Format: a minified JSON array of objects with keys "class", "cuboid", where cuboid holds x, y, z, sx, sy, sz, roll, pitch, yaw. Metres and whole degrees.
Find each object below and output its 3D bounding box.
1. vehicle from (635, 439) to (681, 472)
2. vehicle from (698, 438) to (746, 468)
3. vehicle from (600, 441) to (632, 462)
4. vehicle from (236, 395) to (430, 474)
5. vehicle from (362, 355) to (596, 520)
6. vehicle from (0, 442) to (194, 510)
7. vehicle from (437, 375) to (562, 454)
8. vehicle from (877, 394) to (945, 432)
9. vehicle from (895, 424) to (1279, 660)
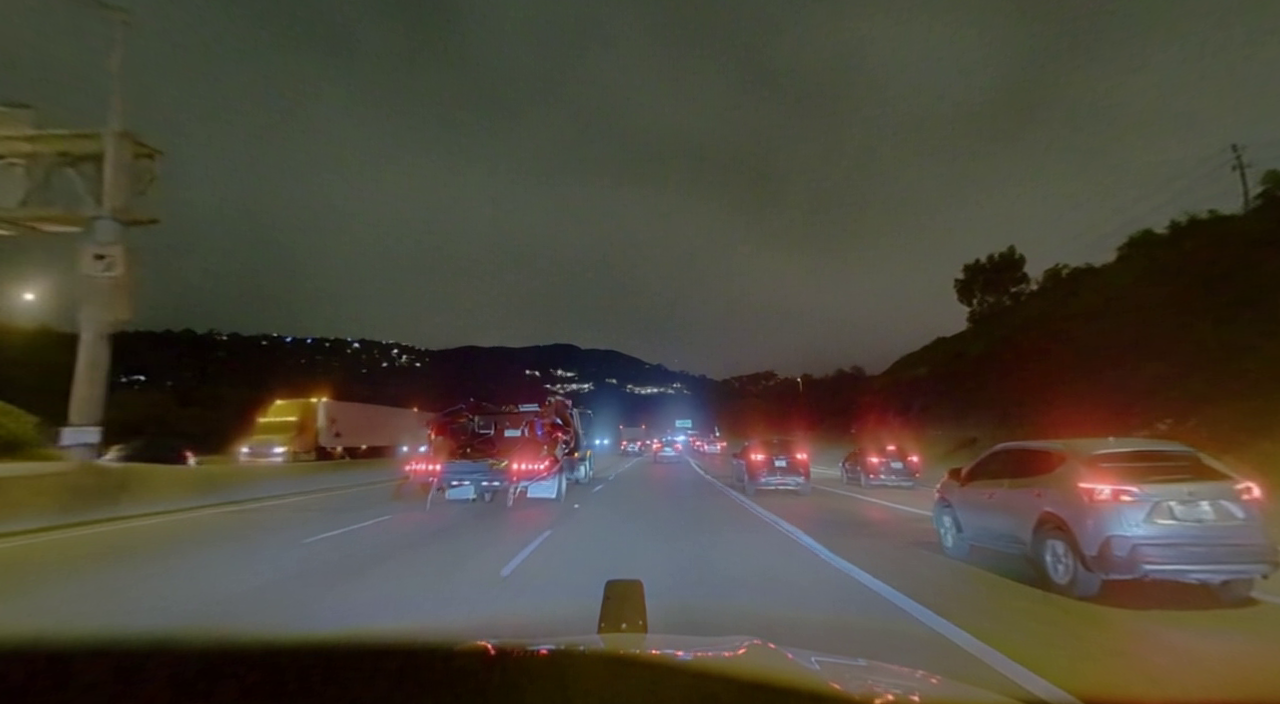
[{"class":"vehicle","cuboid":[0.863,4.946,30.367,2.079,1.499,3.915,0,-8,1]},{"class":"vehicle","cuboid":[4.732,5.879,36.991,2.075,1.614,4.682,0,-8,-1]},{"class":"vehicle","cuboid":[-1.760,7.374,46.832,2.016,1.450,4.310,0,-8,3]},{"class":"vehicle","cuboid":[-16.086,4.700,35.268,3.195,3.540,13.835,-1,-8,4]},{"class":"vehicle","cuboid":[-3.240,2.270,16.506,3.162,2.955,10.282,0,-8,2]},{"class":"vehicle","cuboid":[-13.386,2.988,15.709,1.824,1.475,3.671,0,-8,0]},{"class":"vehicle","cuboid":[-3.257,1.660,15.696,1.893,1.674,4.766,0,-8,2]},{"class":"vehicle","cuboid":[19.750,4.532,46.281,2.433,2.488,4.939,1,-8,-5]},{"class":"vehicle","cuboid":[4.529,1.528,6.248,2.040,1.481,4.260,0,-8,-3]}]
